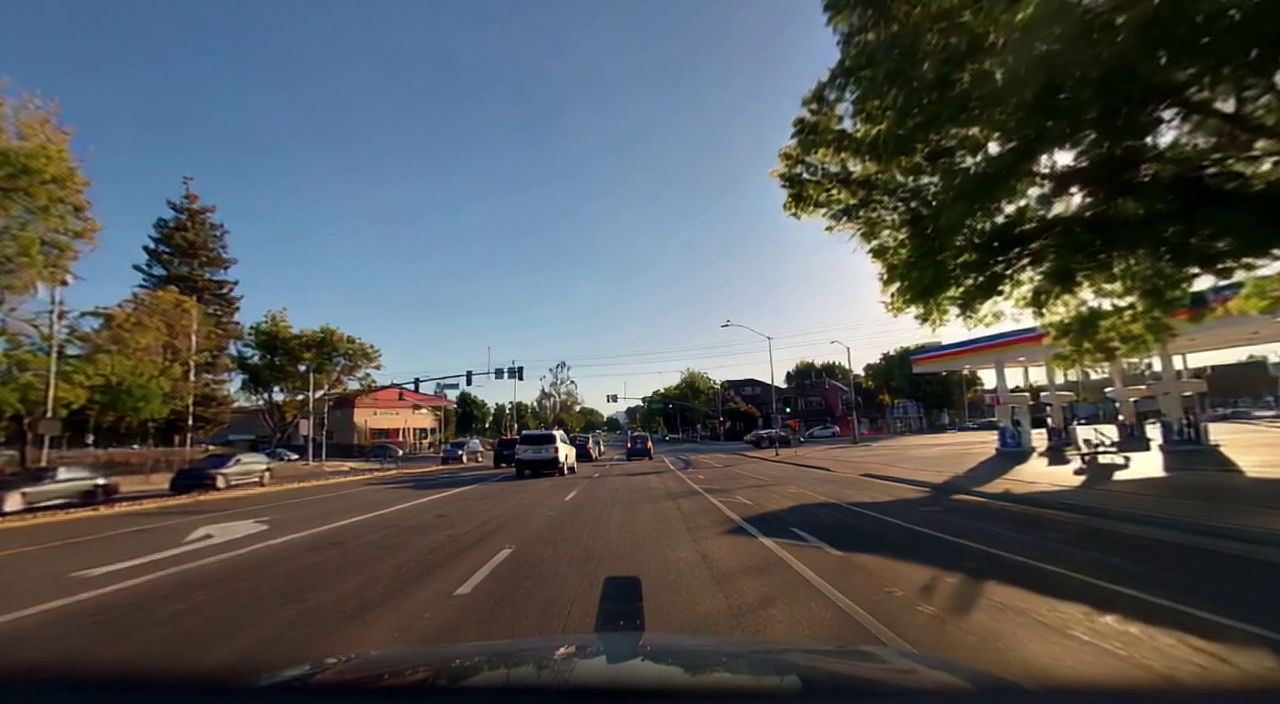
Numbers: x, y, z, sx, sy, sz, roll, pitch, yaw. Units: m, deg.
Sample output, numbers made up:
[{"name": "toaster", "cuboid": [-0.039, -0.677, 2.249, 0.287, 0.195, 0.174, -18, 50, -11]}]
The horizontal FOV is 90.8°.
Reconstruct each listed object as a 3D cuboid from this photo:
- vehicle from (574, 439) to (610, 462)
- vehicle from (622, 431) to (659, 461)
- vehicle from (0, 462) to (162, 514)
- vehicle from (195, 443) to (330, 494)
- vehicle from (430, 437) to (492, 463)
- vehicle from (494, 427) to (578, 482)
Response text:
[{"name": "vehicle", "cuboid": [-3.097, 6.439, 41.257, 1.881, 1.424, 4.098, 0, -9, 2]}, {"name": "vehicle", "cuboid": [0.060, 6.043, 40.541, 2.224, 1.819, 5.005, 0, -9, 1]}, {"name": "vehicle", "cuboid": [-16.950, 4.067, 19.225, 1.765, 1.310, 3.824, 0, -9, 0]}, {"name": "vehicle", "cuboid": [-13.497, 4.164, 23.006, 1.981, 1.671, 4.598, 0, -9, 1]}, {"name": "vehicle", "cuboid": [-13.501, 7.440, 48.049, 2.238, 1.872, 5.625, -2, -9, 10]}, {"name": "vehicle", "cuboid": [-3.491, 3.555, 22.027, 2.096, 1.718, 4.266, 0, -9, 1]}]
